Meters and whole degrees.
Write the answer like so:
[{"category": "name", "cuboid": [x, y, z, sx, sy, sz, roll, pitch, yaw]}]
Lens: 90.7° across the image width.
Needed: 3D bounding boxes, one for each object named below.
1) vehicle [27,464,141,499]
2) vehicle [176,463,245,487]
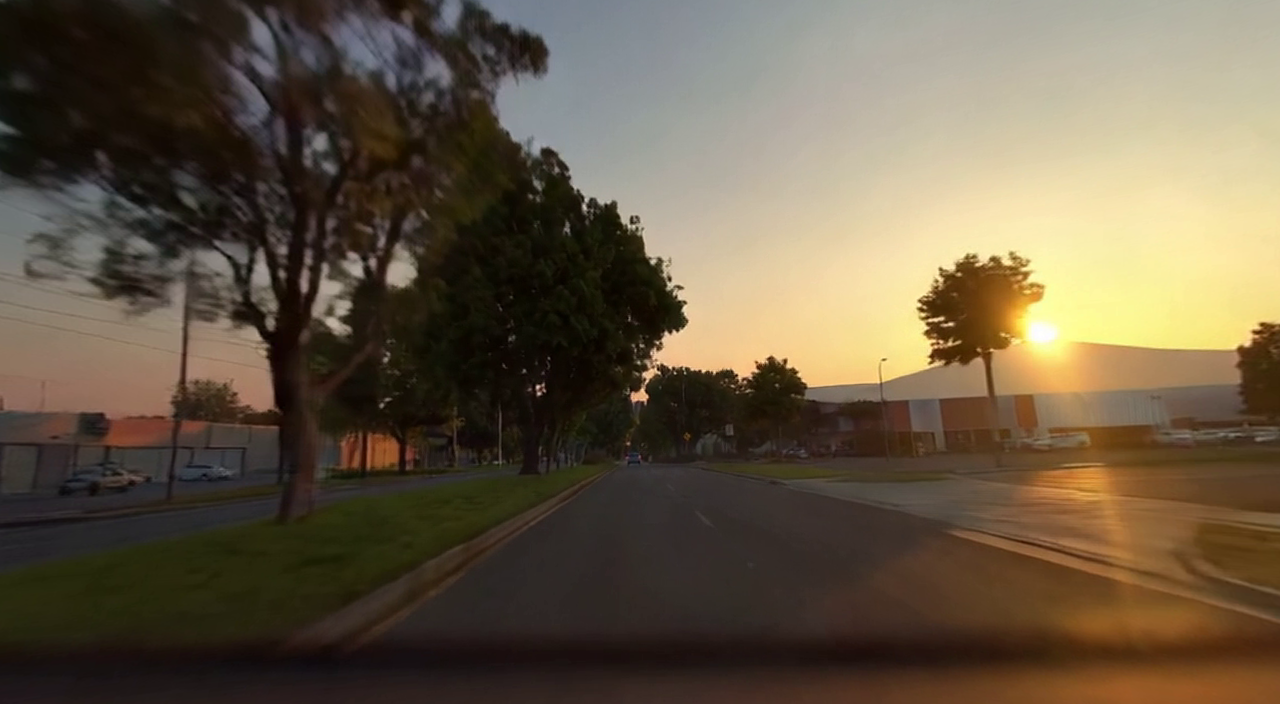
[{"category": "vehicle", "cuboid": [-27.612, 6.414, 31.644, 1.808, 1.441, 4.386, -1, -9, -1]}, {"category": "vehicle", "cuboid": [-32.881, 9.372, 48.471, 3.976, 1.504, 1.896, -3, -7, 1]}]
